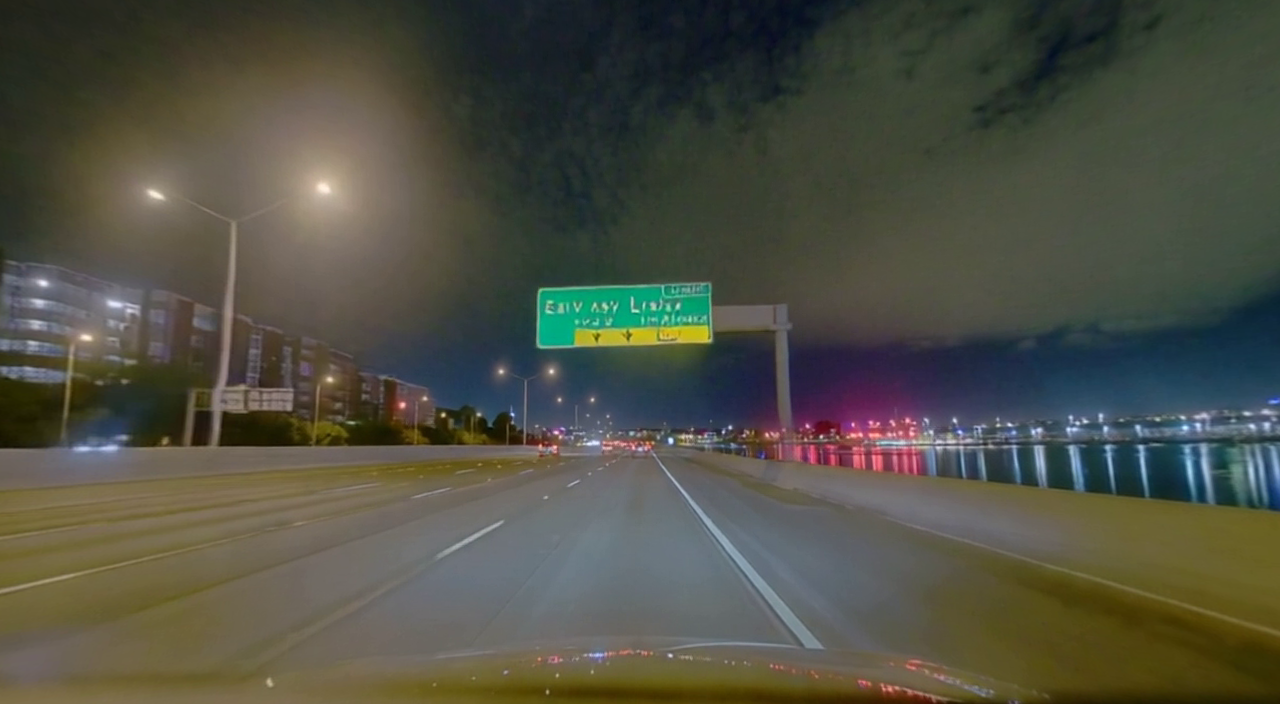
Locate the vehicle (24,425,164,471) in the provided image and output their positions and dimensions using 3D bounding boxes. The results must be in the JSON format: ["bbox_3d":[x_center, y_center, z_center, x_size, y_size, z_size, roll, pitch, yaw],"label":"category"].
[{"bbox_3d":[-27.461,4.859,32.025,2.492,2.161,4.986,0,-8,2],"label":"vehicle"}]
